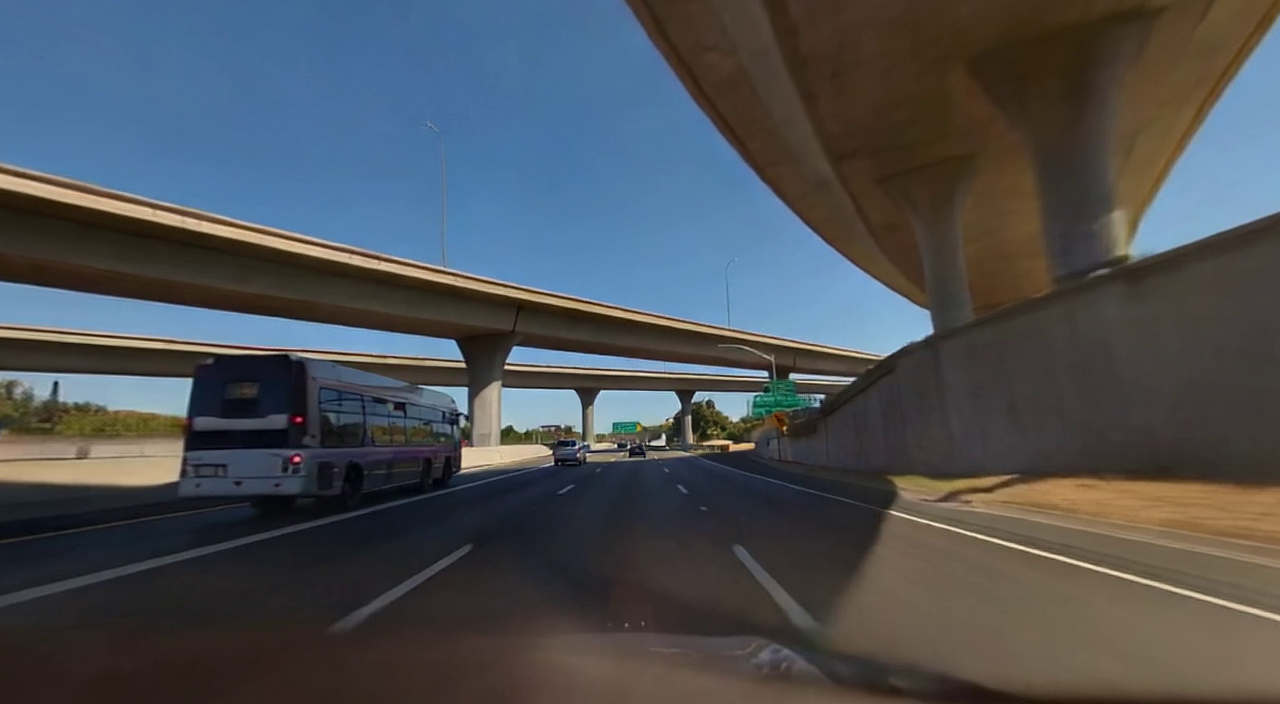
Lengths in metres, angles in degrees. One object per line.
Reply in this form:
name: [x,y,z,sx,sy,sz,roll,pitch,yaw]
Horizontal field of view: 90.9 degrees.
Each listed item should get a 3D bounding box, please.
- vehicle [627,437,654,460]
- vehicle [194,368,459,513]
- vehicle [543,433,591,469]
vehicle: [0.007,7.599,49.695,2.052,1.711,4.223,0,-9,-1]
vehicle: [-7.498,2.419,16.796,2.872,2.890,7.923,1,-9,0]
vehicle: [-4.202,5.803,37.037,2.147,1.918,4.834,0,-9,1]
